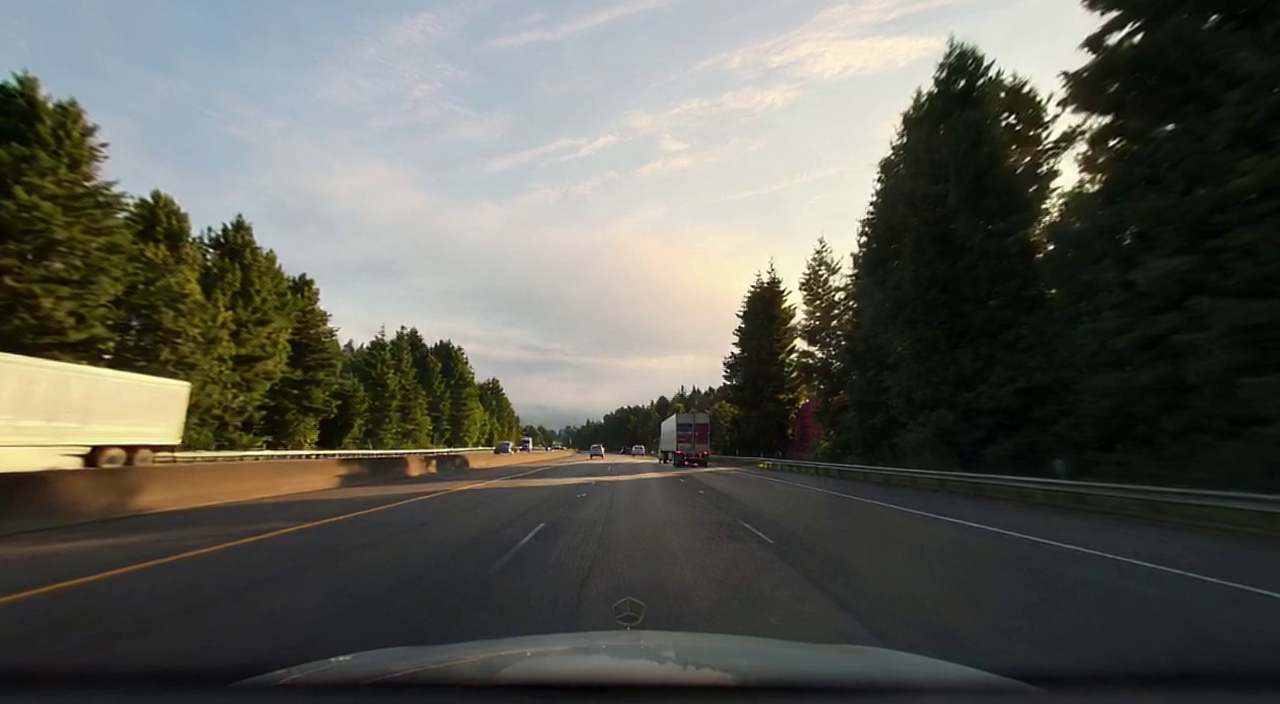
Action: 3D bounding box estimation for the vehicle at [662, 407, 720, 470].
[{"bbox_3d":[3.495,6.557,47.095,2.950,4.033,13.276,0,-9,-1],"label":"vehicle"}]

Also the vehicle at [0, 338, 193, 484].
[{"bbox_3d":[-19.648,1.797,18.674,2.950,4.110,13.491,0,-9,0],"label":"vehicle"}]
